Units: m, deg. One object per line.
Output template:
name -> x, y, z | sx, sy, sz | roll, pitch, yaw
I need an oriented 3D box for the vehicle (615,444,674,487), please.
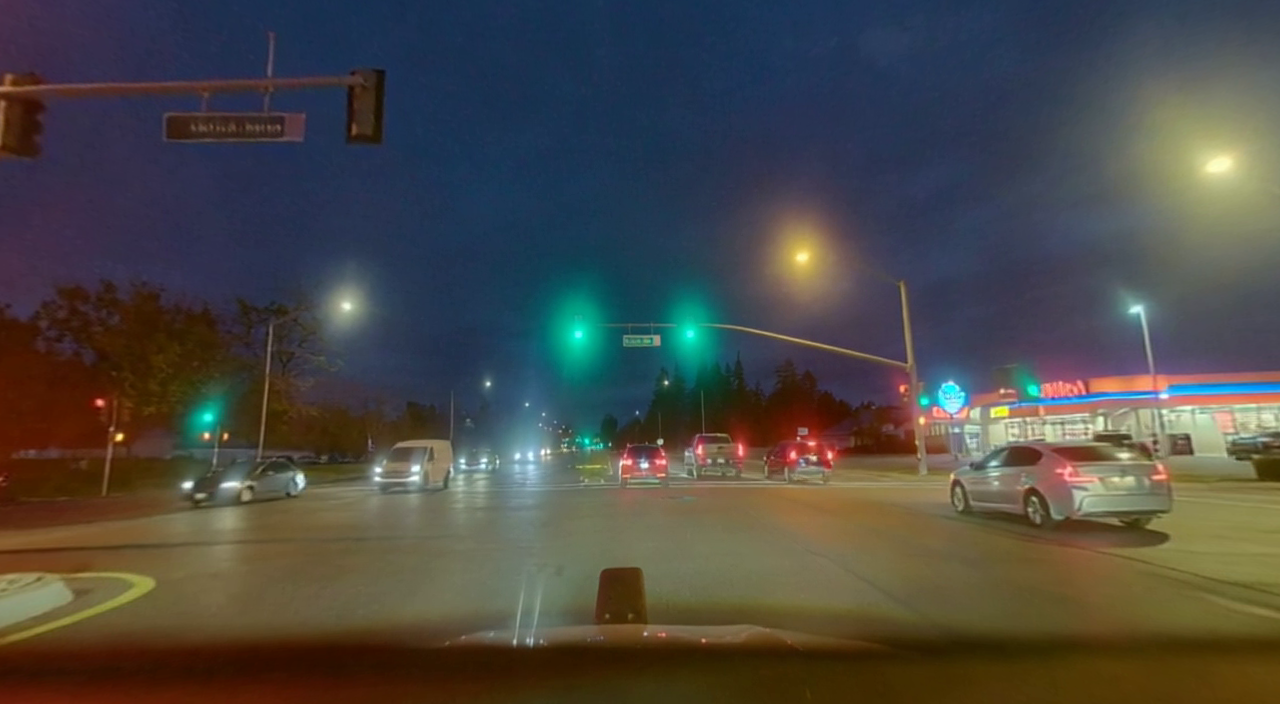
vehicle -> 0.107, 4.205, 23.711 | 2.038, 1.447, 3.756 | 0, -8, -2

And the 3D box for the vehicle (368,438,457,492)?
vehicle -> -8.345, 4.138, 23.506 | 1.904, 1.789, 4.021 | 0, -8, -2

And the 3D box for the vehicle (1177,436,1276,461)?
vehicle -> 35.825, 5.917, 38.589 | 4.230, 1.449, 1.782 | 0, -8, 1

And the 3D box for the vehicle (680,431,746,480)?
vehicle -> 3.363, 4.943, 30.373 | 2.358, 2.116, 5.328 | 0, -8, -2

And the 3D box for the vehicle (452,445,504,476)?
vehicle -> -8.986, 6.006, 35.247 | 1.827, 1.602, 4.115 | 0, -8, -1

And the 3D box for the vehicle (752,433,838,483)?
vehicle -> 6.813, 4.722, 28.488 | 2.323, 2.009, 5.266 | 0, -8, -3

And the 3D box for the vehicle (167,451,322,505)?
vehicle -> -12.608, 4.008, 20.585 | 1.969, 1.486, 4.773 | 0, -8, 0

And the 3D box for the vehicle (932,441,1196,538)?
vehicle -> 7.683, 2.476, 12.146 | 1.905, 1.498, 4.463 | 0, -8, -1
